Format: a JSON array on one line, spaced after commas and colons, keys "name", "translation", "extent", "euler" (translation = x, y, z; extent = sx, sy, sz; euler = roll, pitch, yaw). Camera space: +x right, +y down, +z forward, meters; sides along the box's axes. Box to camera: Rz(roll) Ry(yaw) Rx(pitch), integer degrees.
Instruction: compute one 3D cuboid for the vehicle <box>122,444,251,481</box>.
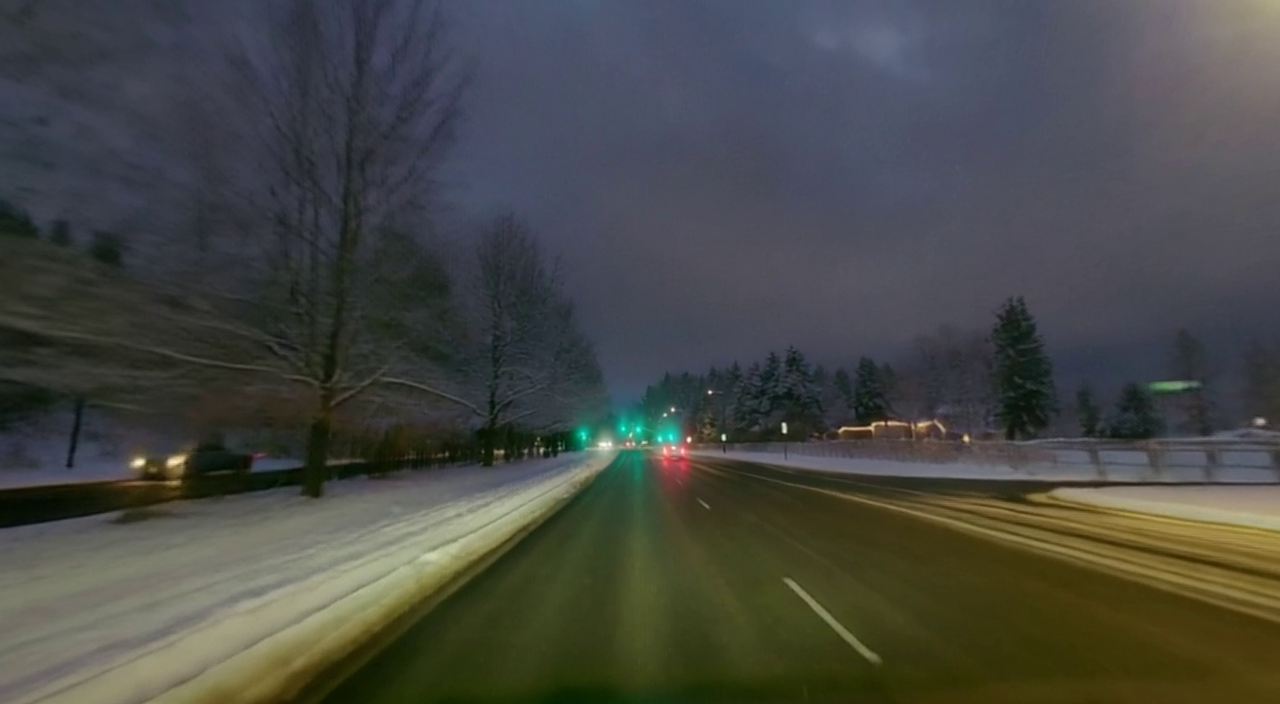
[{"name": "vehicle", "translation": [-18.893, 4.625, 26.572], "extent": [2.637, 1.401, 3.741], "euler": [0, -9, 0]}]
